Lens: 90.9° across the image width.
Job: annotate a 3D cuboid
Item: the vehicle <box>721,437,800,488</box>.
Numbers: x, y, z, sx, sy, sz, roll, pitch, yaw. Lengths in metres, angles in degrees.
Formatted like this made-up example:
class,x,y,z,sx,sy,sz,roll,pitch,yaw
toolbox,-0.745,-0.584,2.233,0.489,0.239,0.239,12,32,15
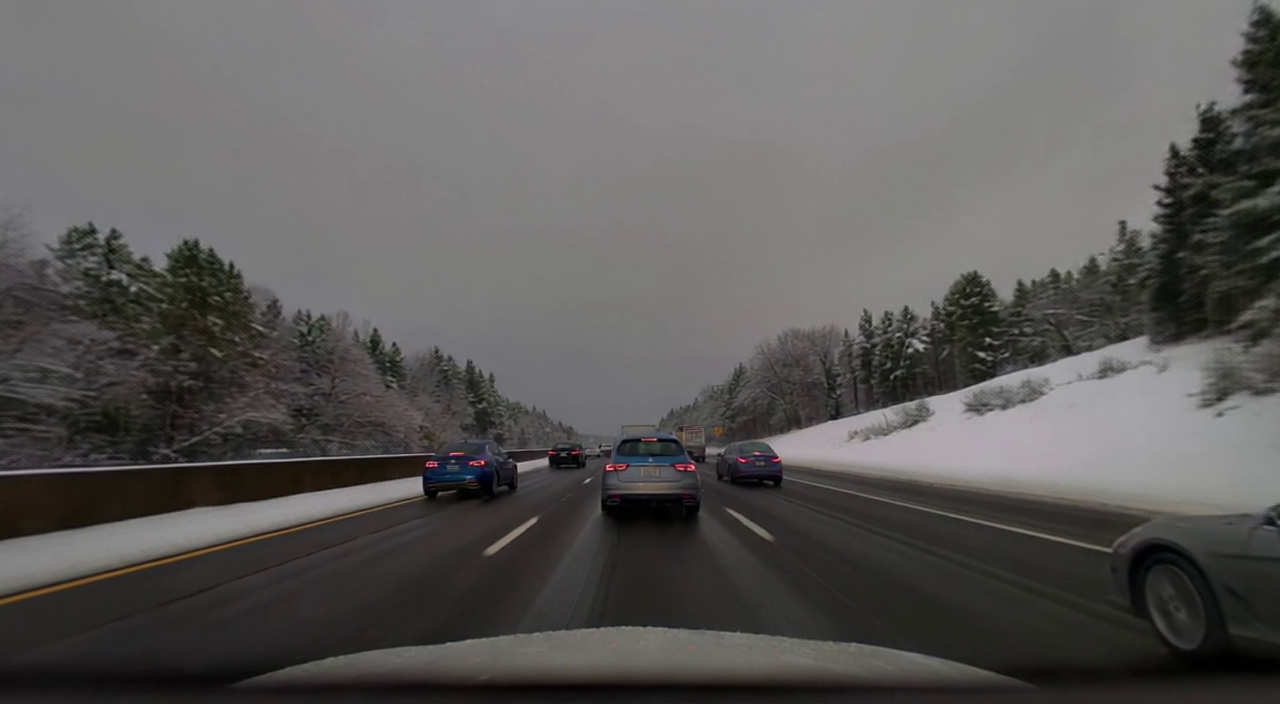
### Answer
class,x,y,z,sx,sy,sz,roll,pitch,yaw
vehicle,4.024,3.766,21.714,1.905,1.590,3.746,0,-9,-1

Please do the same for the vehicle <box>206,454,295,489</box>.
class,x,y,z,sx,sy,sz,roll,pitch,yaw
vehicle,-20.345,6.233,33.151,1.889,1.694,4.268,0,-9,0

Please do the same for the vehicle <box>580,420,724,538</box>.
class,x,y,z,sx,sy,sz,roll,pitch,yaw
vehicle,0.172,2.145,11.133,2.093,1.695,3.782,0,-9,0

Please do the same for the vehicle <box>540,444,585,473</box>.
class,x,y,z,sx,sy,sz,roll,pitch,yaw
vehicle,-4.143,5.752,34.109,1.910,1.468,3.781,0,-9,1

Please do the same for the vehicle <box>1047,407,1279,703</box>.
class,x,y,z,sx,sy,sz,roll,pitch,yaw
vehicle,3.684,0.830,1.849,1.953,1.434,4.511,0,-9,0

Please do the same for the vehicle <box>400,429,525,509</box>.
class,x,y,z,sx,sy,sz,roll,pitch,yaw
vehicle,-4.161,2.807,15.466,1.890,1.708,3.844,0,-9,0
